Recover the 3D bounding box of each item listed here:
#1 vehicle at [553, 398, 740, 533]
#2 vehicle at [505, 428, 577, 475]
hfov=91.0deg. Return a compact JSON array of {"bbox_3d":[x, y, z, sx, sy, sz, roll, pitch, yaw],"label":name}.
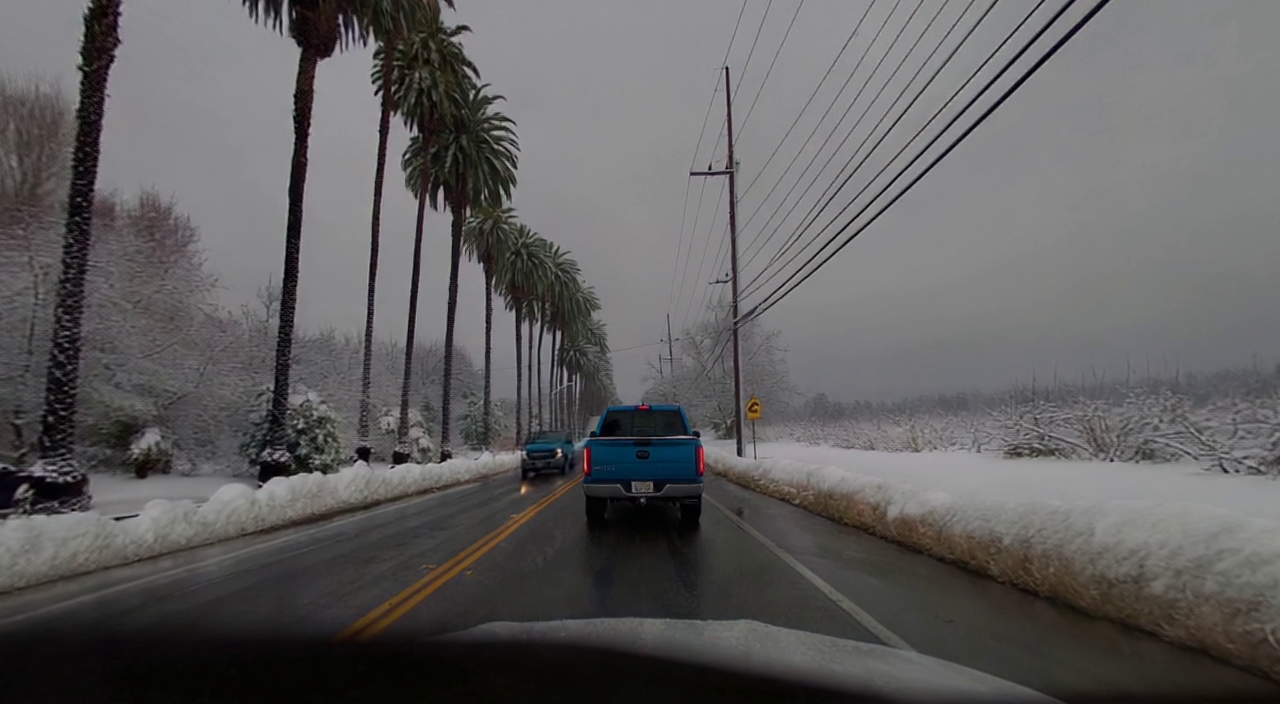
[{"bbox_3d":[0.059,2.147,12.484,2.803,2.005,5.885,0,-8,-1],"label":"vehicle"},{"bbox_3d":[-4.583,4.740,30.173,2.590,2.032,5.566,0,-8,0],"label":"vehicle"}]
